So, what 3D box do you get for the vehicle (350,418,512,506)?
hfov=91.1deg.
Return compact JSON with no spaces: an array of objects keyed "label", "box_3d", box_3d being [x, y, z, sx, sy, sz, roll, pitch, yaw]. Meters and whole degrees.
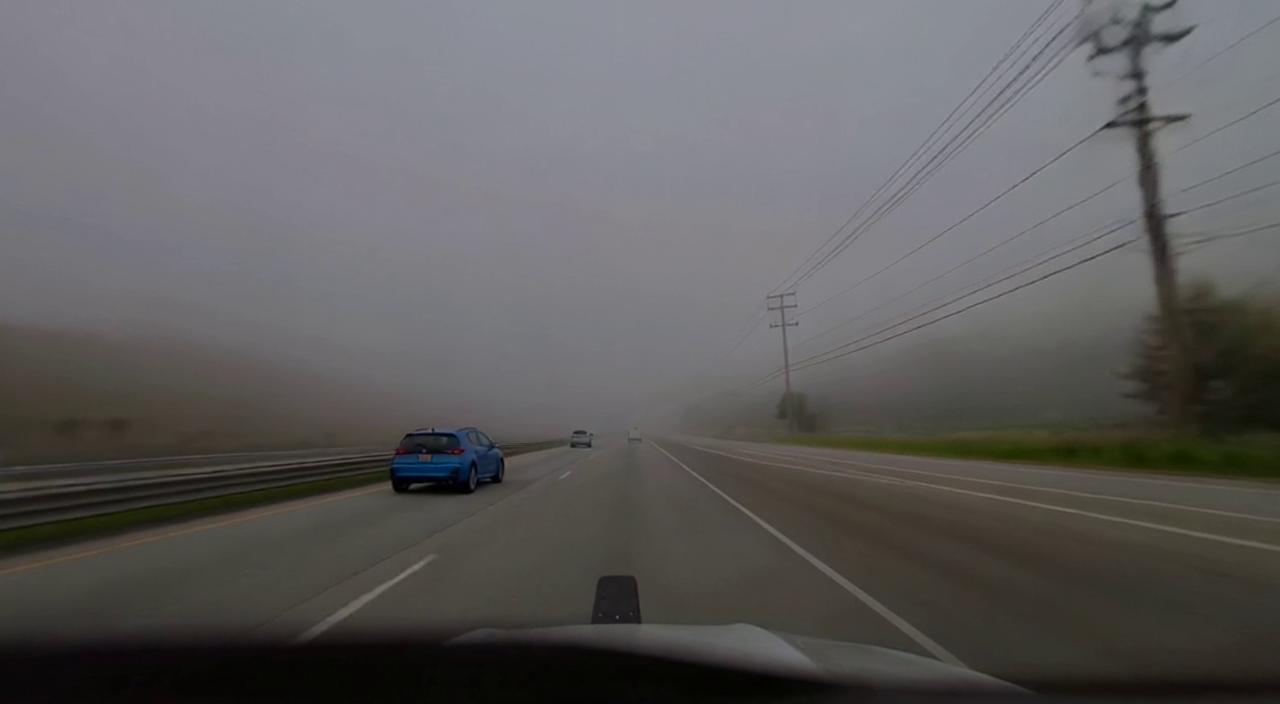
[{"label":"vehicle","box_3d":[-4.205,2.266,13.495,2.023,1.580,4.259,0,-8,0]}]
